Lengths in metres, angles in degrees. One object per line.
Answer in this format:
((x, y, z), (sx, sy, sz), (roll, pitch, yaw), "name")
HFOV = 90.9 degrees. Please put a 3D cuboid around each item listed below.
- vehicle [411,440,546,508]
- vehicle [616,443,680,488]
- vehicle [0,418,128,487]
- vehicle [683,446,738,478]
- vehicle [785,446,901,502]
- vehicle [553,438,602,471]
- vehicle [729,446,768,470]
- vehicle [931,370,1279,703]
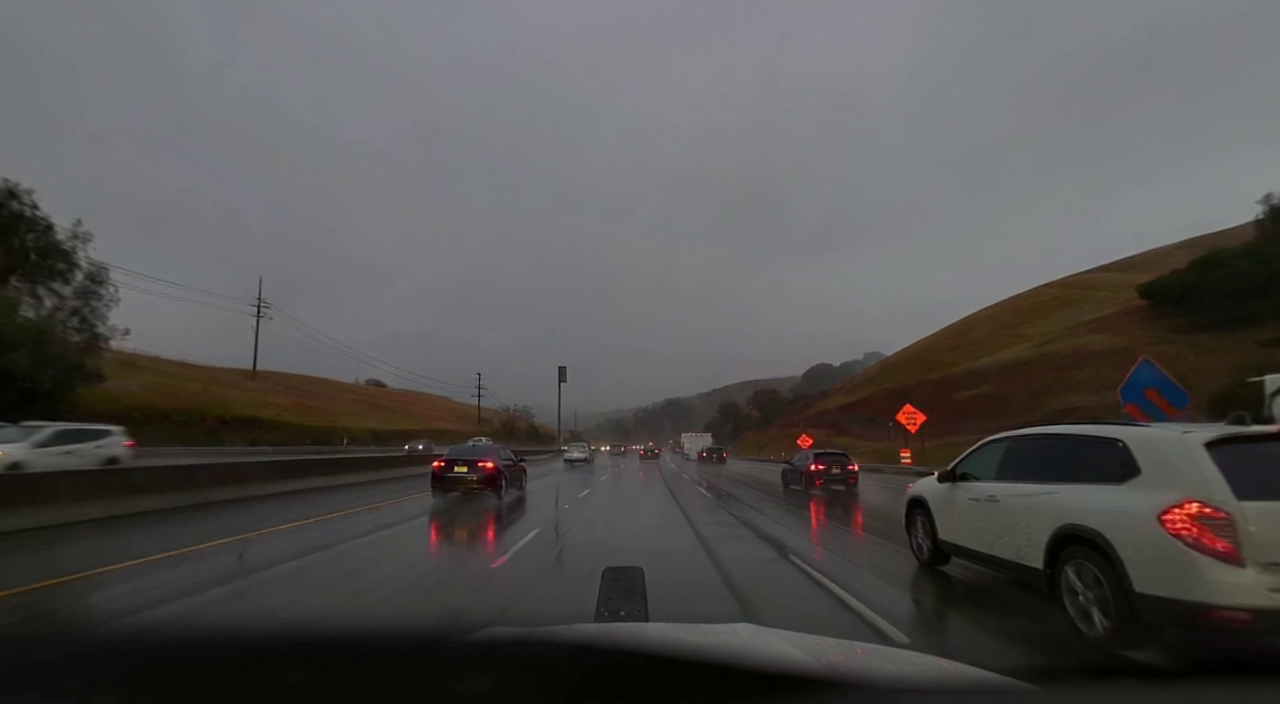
((-3.804, 2.937, 15.728), (2.232, 1.438, 4.163), (0, -8, 1), "vehicle")
((0.261, 4.114, 23.332), (2.138, 1.473, 4.392), (0, -8, 0), "vehicle")
((-15.297, 2.374, 14.899), (2.403, 1.508, 4.726), (0, -8, 1), "vehicle")
((3.400, 5.416, 31.298), (2.177, 1.453, 4.205), (0, -8, -1), "vehicle")
((5.934, 3.578, 19.049), (1.867, 1.465, 4.093), (0, -8, -4), "vehicle")
((-3.411, 5.737, 35.547), (2.234, 1.675, 4.527), (0, -8, 1), "vehicle")
((8.035, 7.878, 47.067), (2.042, 1.684, 4.609), (0, -8, 0), "vehicle")
((3.842, 1.054, 3.708), (2.018, 1.670, 4.658), (0, -8, 0), "vehicle")
